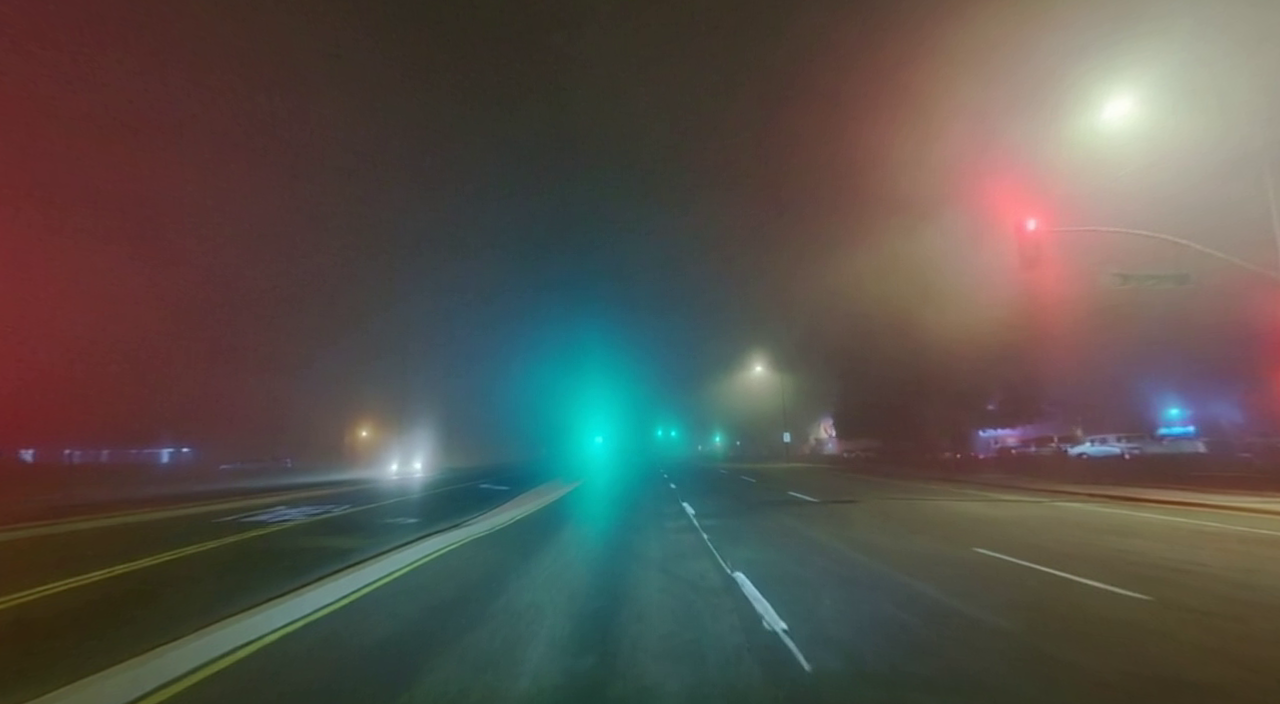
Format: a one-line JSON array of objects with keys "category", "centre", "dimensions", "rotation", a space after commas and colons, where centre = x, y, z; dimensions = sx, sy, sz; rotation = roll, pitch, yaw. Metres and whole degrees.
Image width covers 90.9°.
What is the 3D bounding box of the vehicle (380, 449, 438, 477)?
[{"category": "vehicle", "centre": [-16.498, 7.920, 45.253], "dimensions": [2.227, 1.837, 4.871], "rotation": [0, -8, 1]}]
